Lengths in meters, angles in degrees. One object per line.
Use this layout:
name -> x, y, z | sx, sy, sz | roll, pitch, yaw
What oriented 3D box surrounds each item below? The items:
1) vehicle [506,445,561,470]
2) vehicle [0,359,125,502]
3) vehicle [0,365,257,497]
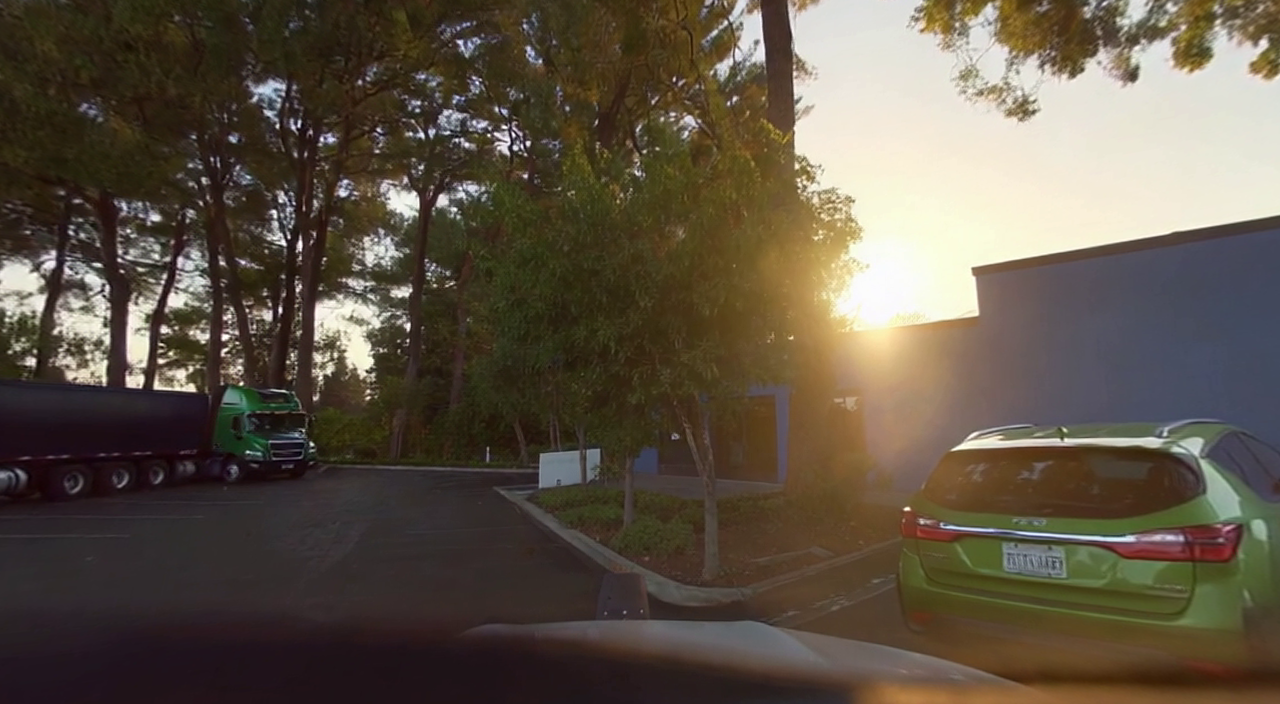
vehicle -> -6.732, 6.700, 40.109 | 1.809, 1.506, 3.473 | -4, -10, 24
vehicle -> -21.924, 2.741, 20.991 | 11.512, 3.871, 3.038 | -5, -10, 29
vehicle -> -19.615, 3.095, 23.677 | 11.906, 4.069, 2.948 | -5, -10, 28
